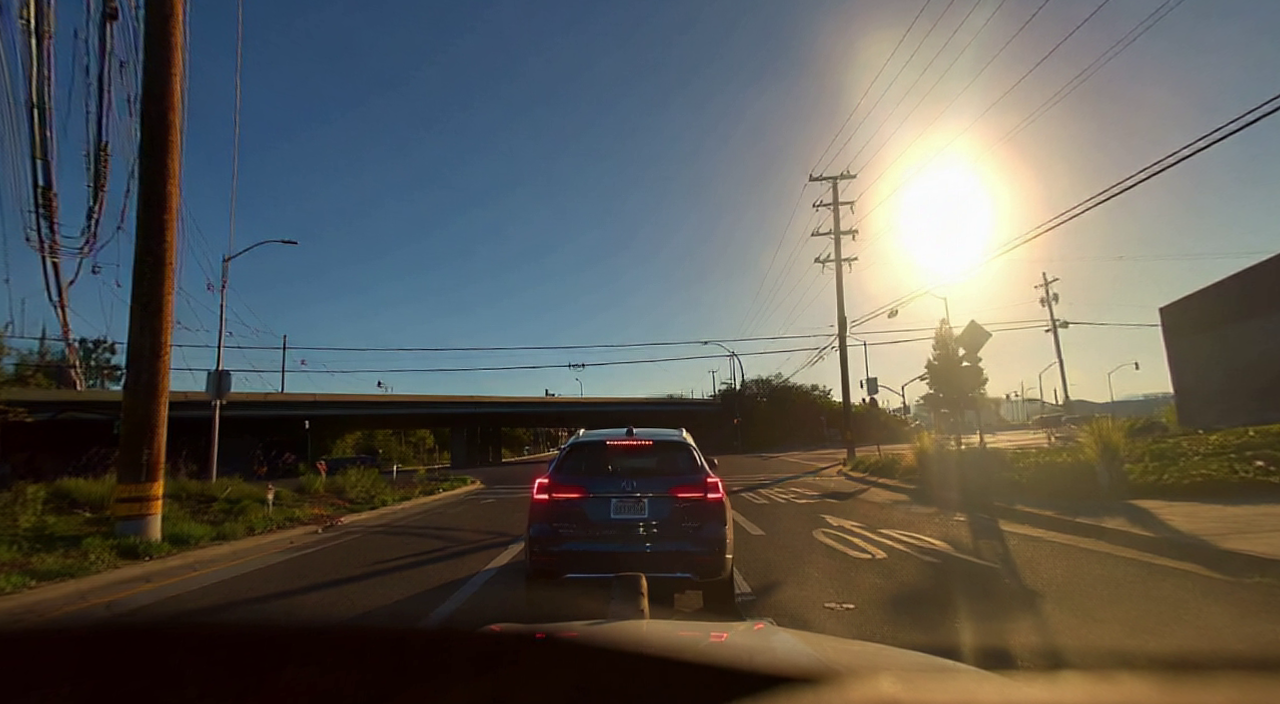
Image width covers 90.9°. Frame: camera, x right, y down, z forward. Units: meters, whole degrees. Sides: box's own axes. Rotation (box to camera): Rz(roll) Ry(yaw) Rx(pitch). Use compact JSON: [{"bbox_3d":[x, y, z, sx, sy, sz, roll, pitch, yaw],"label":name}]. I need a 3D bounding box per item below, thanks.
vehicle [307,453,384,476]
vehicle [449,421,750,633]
[{"bbox_3d":[-21.022,8.017,45.189,1.808,1.539,4.600,-7,-11,39],"label":"vehicle"},{"bbox_3d":[-0.250,1.526,6.474,2.090,1.458,4.033,-1,-9,1],"label":"vehicle"}]
